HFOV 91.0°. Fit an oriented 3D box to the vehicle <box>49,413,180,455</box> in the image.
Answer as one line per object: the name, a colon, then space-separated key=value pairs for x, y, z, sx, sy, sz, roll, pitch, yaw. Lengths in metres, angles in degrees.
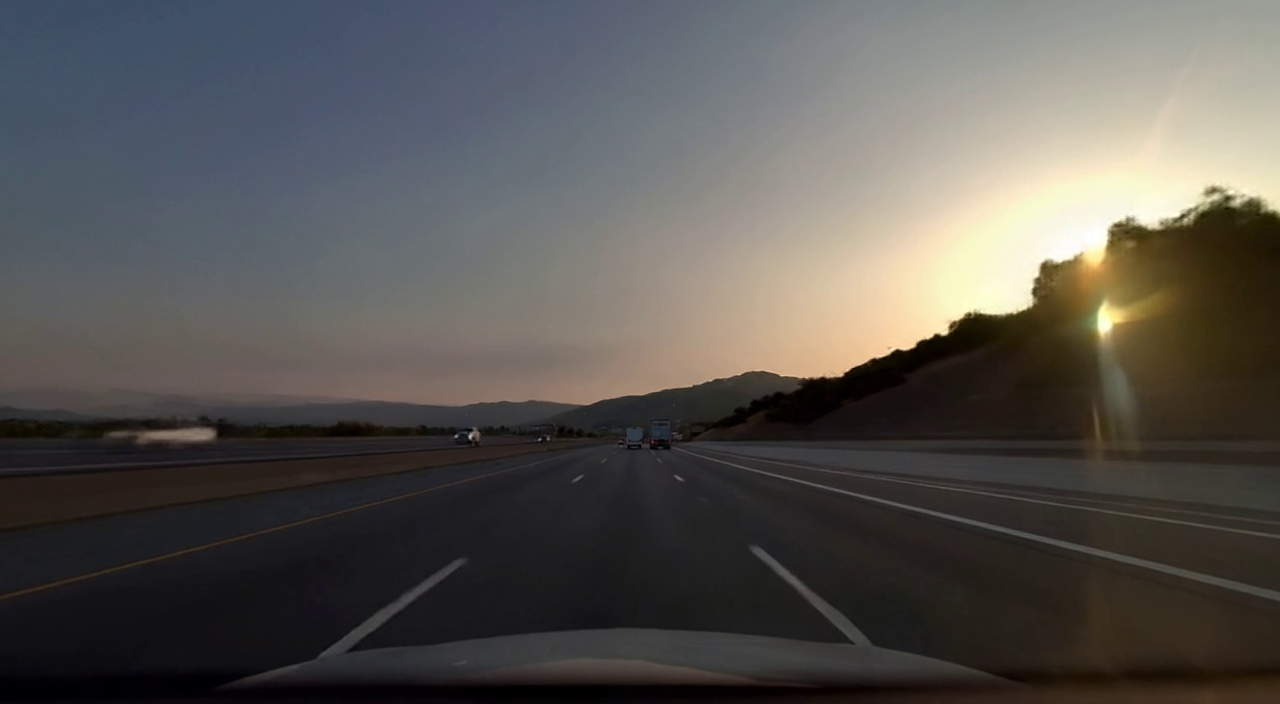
vehicle: x=-20.535 y=3.239 z=24.820 sx=1.851 sy=1.510 sz=3.810 roll=0 pitch=-8 yaw=0
